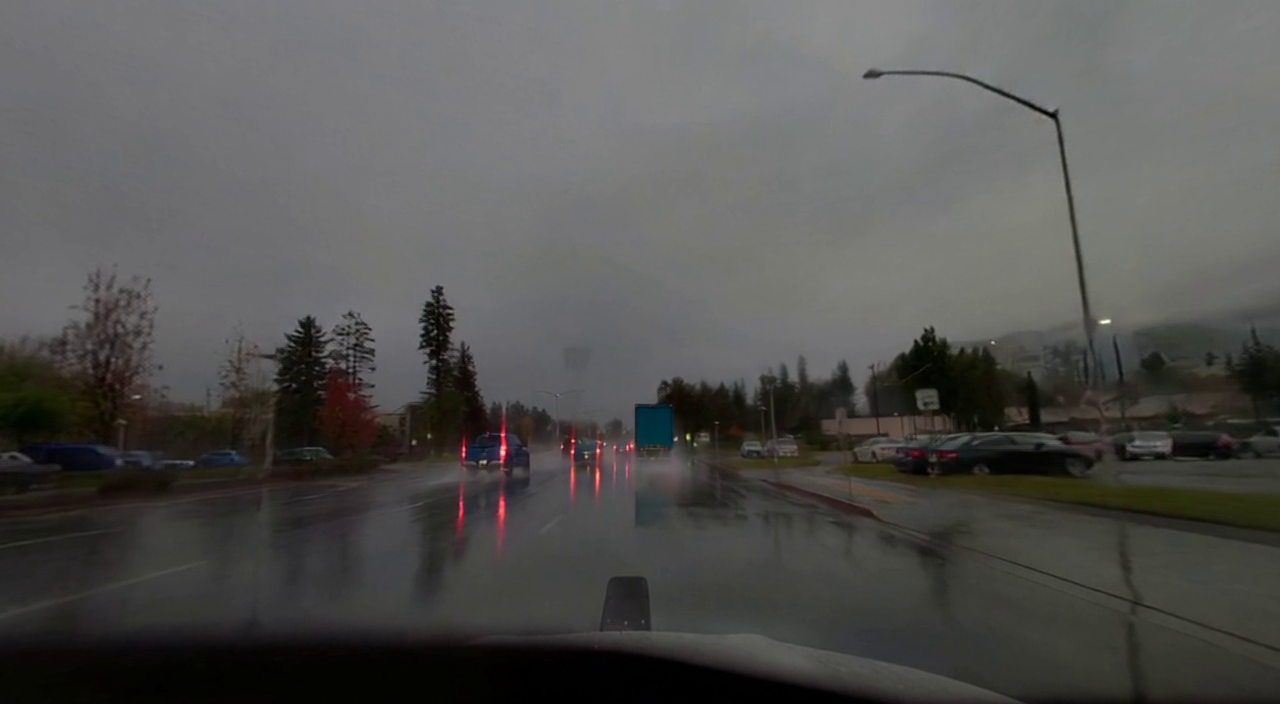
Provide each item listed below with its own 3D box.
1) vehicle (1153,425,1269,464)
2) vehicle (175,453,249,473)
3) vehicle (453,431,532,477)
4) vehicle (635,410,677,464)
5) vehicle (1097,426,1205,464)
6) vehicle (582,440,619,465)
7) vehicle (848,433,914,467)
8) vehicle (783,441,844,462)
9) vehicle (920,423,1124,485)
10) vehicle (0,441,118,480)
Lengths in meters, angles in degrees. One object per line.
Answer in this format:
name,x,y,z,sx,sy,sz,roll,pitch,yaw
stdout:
vehicle,29.009,4.741,32.235,1.993,1.847,4.222,0,-8,1
vehicle,-33.627,8.726,49.587,4.409,1.480,2.092,-1,-9,3
vehicle,-6.597,4.634,28.898,2.149,1.893,5.187,-1,-8,2
vehicle,1.135,6.494,47.798,2.905,3.644,8.441,0,-8,1
vehicle,26.127,4.805,32.434,1.983,1.815,4.297,0,-8,2
vehicle,-2.709,7.018,44.178,2.114,1.663,4.381,0,-8,2
vehicle,12.616,5.163,33.310,1.880,1.642,4.523,0,-8,2
vehicle,12.928,7.434,47.116,4.031,1.468,1.738,0,-8,0
vehicle,10.443,2.819,17.493,4.346,1.595,1.964,0,-9,0
vehicle,-34.125,6.213,36.198,6.188,2.110,2.333,-1,-9,3
